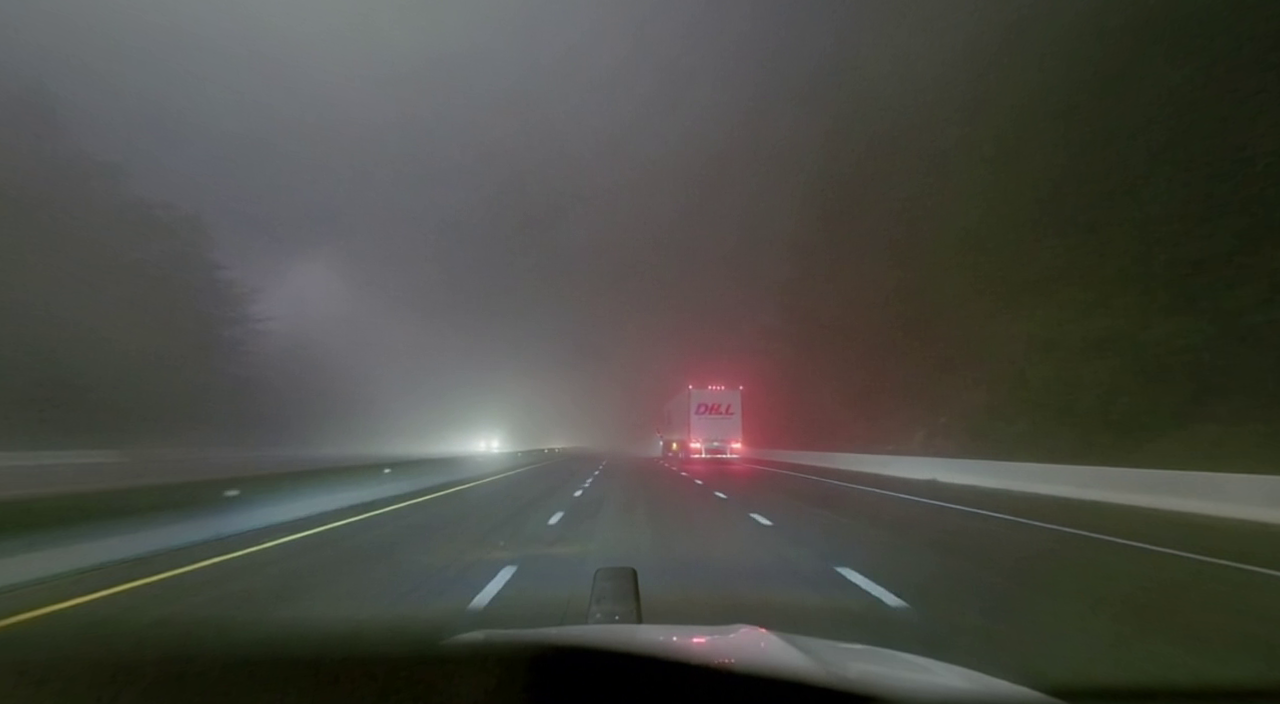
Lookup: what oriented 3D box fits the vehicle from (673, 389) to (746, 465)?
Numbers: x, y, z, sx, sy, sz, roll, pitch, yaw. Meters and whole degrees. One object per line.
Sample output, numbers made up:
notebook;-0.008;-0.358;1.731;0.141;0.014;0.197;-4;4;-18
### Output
vehicle;3.836;4.494;36.910;2.880;3.918;8.254;0;-8;-3
